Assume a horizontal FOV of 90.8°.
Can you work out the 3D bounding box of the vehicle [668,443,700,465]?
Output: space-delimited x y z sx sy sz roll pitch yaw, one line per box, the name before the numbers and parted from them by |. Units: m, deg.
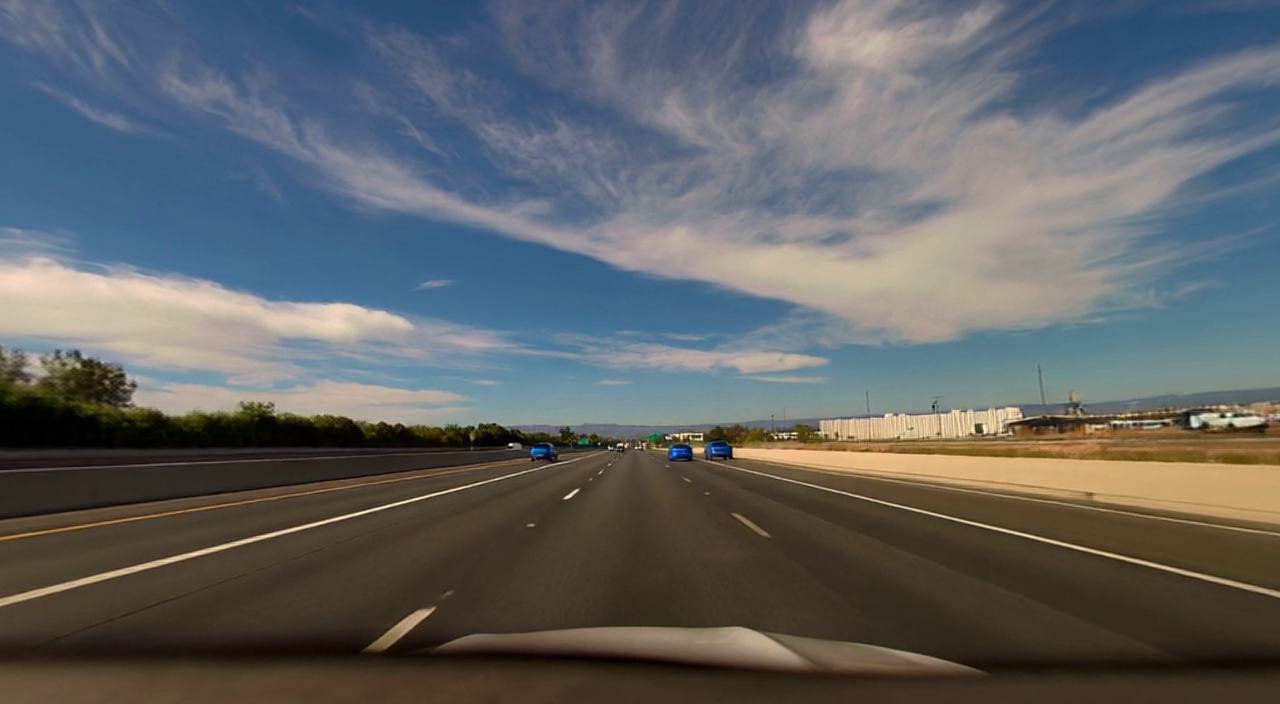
vehicle | 3.133 7.375 45.928 2.000 1.533 3.770 0 -8 -1
